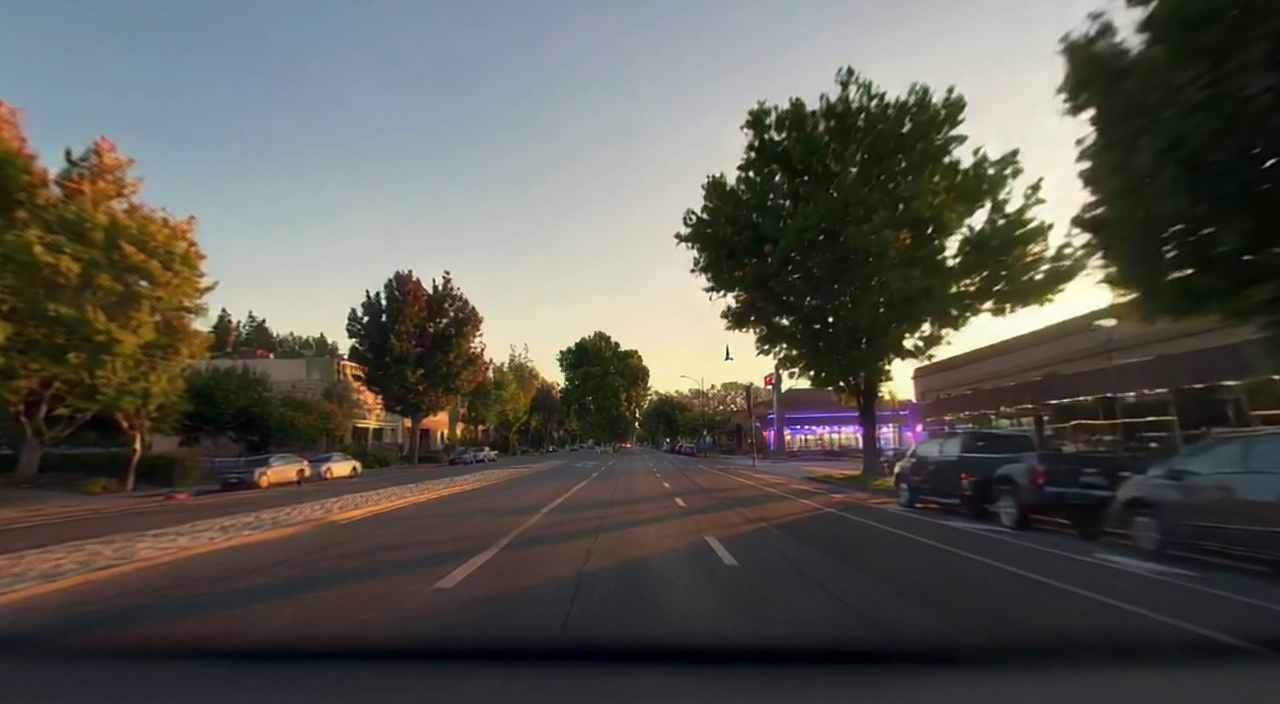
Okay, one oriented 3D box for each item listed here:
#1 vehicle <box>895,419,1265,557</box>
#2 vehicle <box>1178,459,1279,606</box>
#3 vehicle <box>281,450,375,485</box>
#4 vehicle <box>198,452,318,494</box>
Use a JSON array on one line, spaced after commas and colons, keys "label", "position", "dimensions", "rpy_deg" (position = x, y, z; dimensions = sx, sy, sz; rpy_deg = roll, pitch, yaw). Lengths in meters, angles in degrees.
[{"label": "vehicle", "position": [7.372, 2.360, 11.891], "dimensions": [2.610, 1.915, 6.019], "rpy_deg": [0, -9, 0]}, {"label": "vehicle", "position": [7.314, 1.615, 5.041], "dimensions": [1.845, 1.428, 4.668], "rpy_deg": [0, -9, -2]}, {"label": "vehicle", "position": [-14.782, 5.476, 30.290], "dimensions": [2.124, 1.501, 4.807], "rpy_deg": [0, -9, -1]}, {"label": "vehicle", "position": [-14.852, 4.705, 24.913], "dimensions": [1.836, 1.473, 4.413], "rpy_deg": [0, -9, 2]}]
